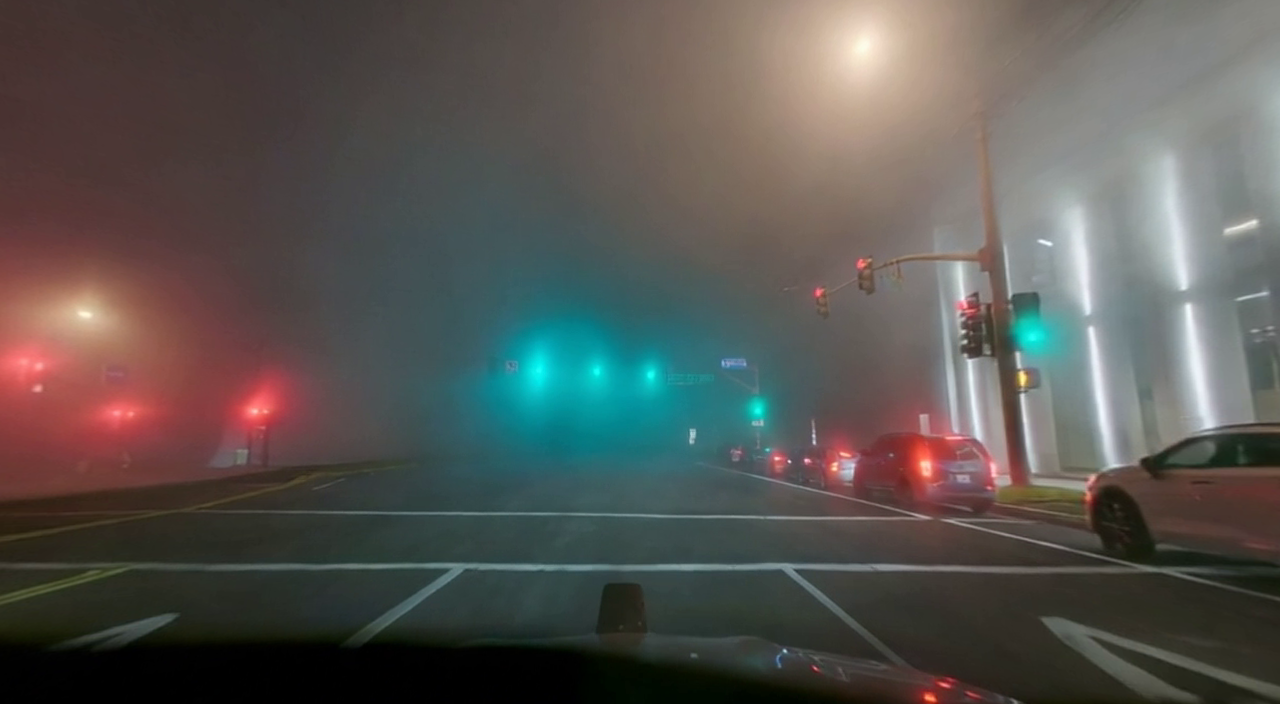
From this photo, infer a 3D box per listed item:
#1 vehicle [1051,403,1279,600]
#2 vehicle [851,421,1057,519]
[{"bbox_3d":[6.476,1.370,5.953,1.973,1.674,4.635,0,-9,0],"label":"vehicle"},{"bbox_3d":[6.522,2.505,13.825,1.984,1.751,4.759,0,-9,-1],"label":"vehicle"}]
